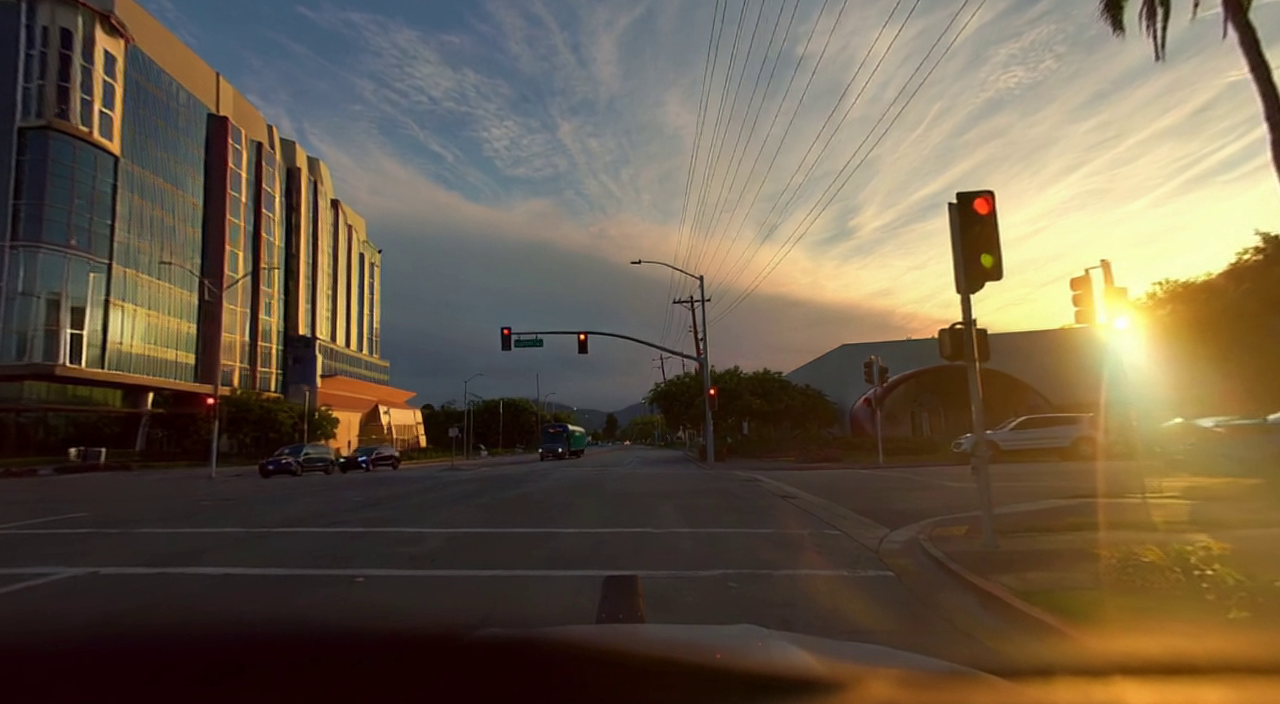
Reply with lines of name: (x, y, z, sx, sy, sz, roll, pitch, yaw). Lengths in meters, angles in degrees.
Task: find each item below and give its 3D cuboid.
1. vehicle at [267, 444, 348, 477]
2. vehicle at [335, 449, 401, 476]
vehicle: (-19.049, 6.218, 36.343, 2.017, 1.739, 4.569, 0, -9, 2)
vehicle: (-15.314, 6.202, 35.639, 1.875, 1.389, 3.784, 0, -9, 3)
